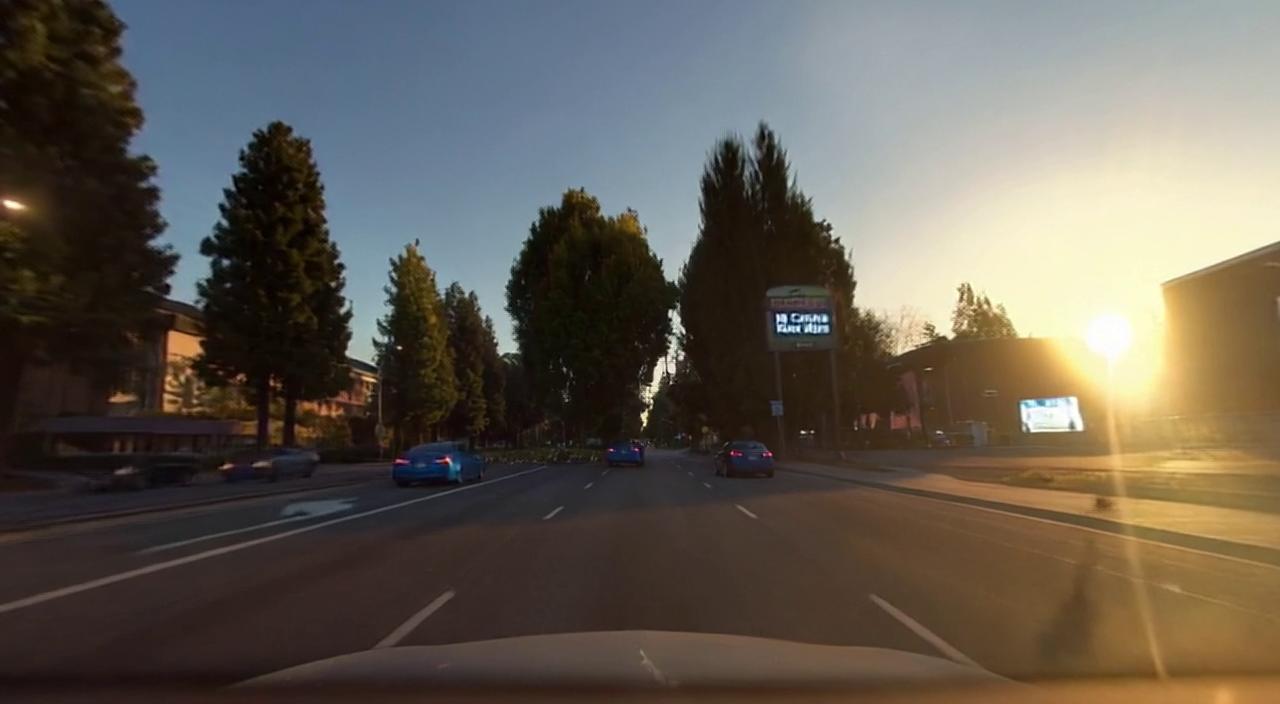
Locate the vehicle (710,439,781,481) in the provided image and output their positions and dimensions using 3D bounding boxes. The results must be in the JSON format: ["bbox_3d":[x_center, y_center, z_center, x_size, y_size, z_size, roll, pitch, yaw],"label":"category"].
[{"bbox_3d":[4.043,4.214,24.935,1.977,1.474,4.399,0,-8,-1],"label":"vehicle"}]

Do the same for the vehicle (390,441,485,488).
[{"bbox_3d":[-6.810,3.798,21.709,1.993,1.444,3.965,0,-8,-1],"label":"vehicle"}]

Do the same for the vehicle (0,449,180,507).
[{"bbox_3d":[-16.190,3.632,18.676,1.841,1.479,4.286,0,-8,1],"label":"vehicle"}]

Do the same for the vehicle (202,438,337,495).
[{"bbox_3d":[-12.069,3.719,20.922,1.944,1.662,4.160,0,-8,0],"label":"vehicle"}]

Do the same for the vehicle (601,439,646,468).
[{"bbox_3d":[-0.825,5.512,34.441,2.001,1.504,4.212,-1,-8,4],"label":"vehicle"}]
